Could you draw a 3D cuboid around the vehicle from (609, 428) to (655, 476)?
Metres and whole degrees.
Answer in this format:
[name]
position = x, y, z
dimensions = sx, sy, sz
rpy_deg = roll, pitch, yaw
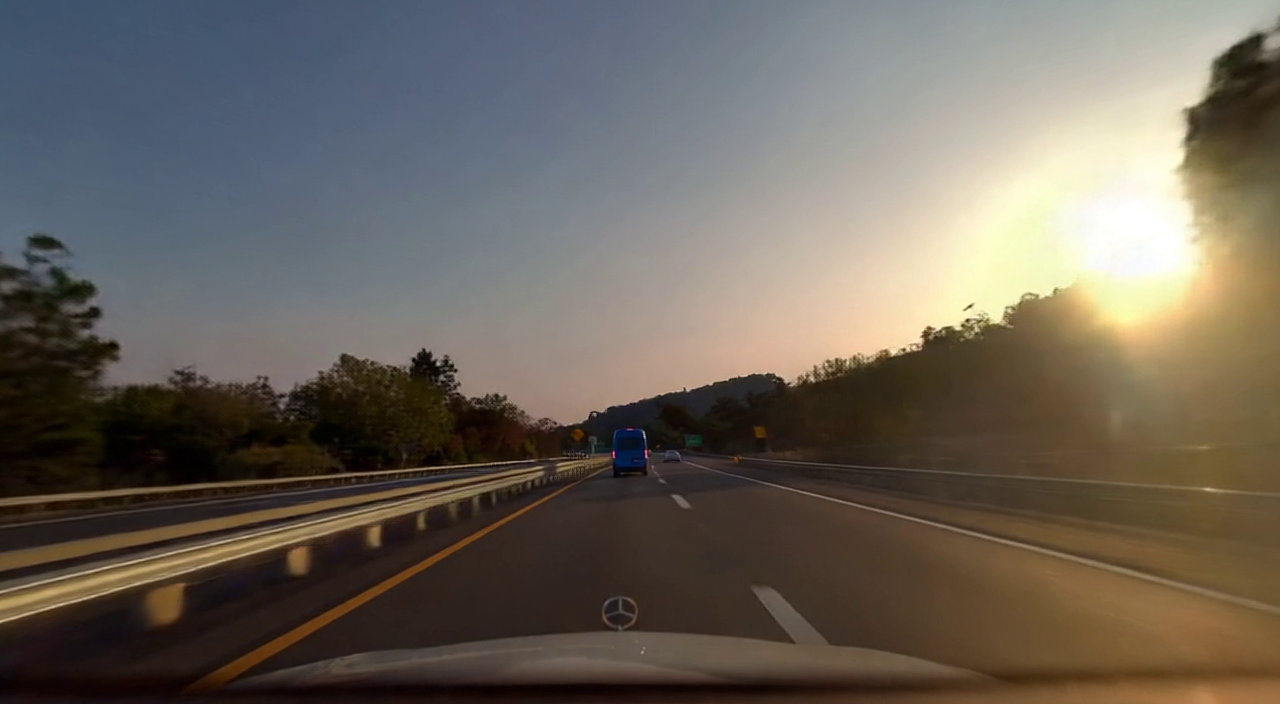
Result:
[vehicle]
position = -0.473, 5.986, 37.568
dimensions = 2.560, 2.598, 5.581
rpy_deg = 0, -9, -1
